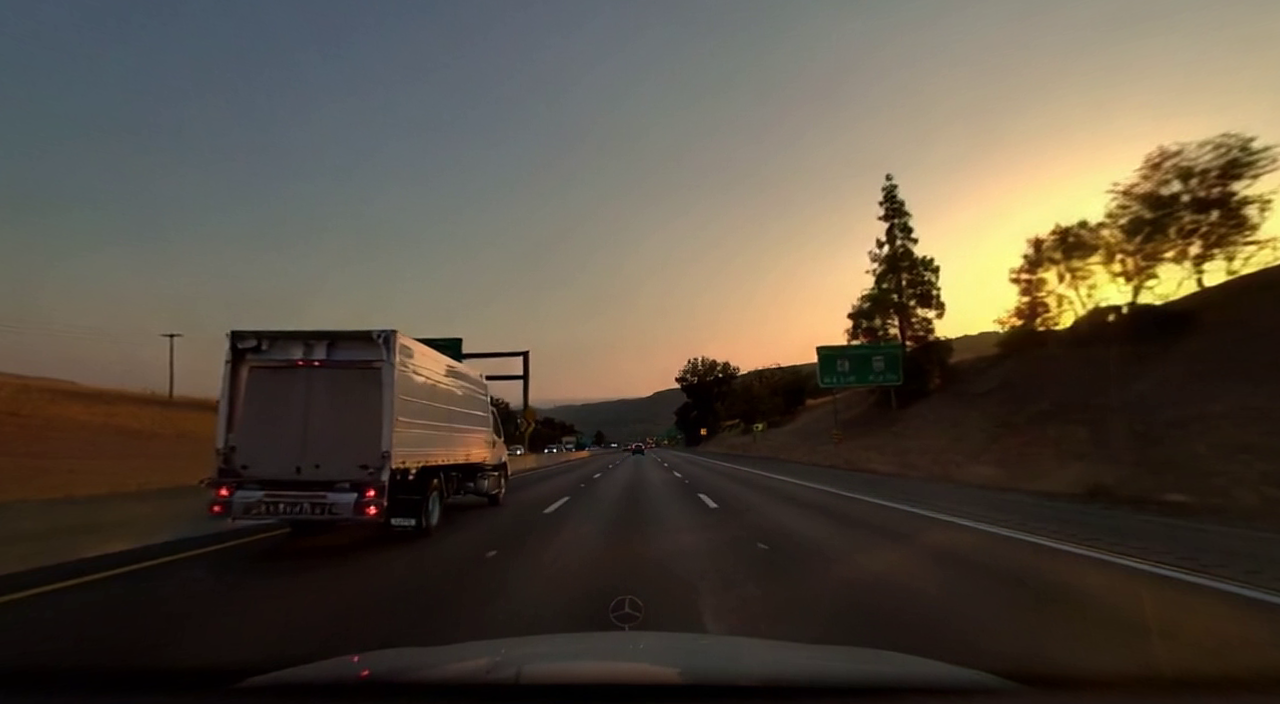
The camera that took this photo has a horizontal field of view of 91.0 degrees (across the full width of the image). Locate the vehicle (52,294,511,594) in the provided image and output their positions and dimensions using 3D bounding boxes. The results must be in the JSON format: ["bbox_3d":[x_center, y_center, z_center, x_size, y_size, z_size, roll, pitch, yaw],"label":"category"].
[{"bbox_3d":[-3.746,1.238,8.815,2.443,2.586,6.701,0,-8,0],"label":"vehicle"}]
